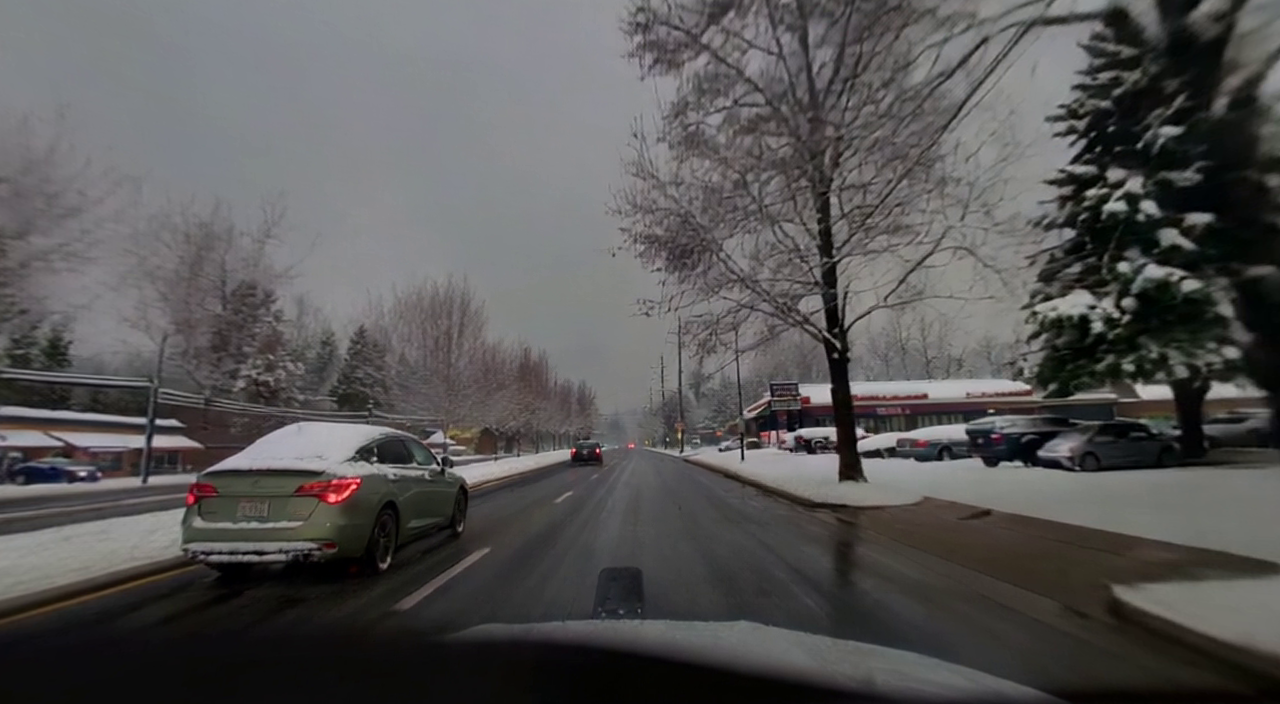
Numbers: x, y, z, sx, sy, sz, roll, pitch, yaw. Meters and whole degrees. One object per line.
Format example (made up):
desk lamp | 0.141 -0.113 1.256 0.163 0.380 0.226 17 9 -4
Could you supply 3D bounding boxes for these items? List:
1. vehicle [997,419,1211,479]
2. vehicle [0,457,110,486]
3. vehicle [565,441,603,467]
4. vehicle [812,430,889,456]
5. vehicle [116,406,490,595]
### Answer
vehicle | 13.381 2.834 18.447 4.697 1.518 1.990 -1 -9 -3
vehicle | -34.258 6.976 37.131 1.921 1.506 5.032 0 -9 -2
vehicle | -3.363 6.214 38.573 1.955 1.461 4.396 0 -9 0
vehicle | 13.376 5.813 40.321 4.165 1.650 1.946 0 -9 -2
vehicle | -3.533 1.660 7.929 2.126 1.655 4.560 0 -9 0
